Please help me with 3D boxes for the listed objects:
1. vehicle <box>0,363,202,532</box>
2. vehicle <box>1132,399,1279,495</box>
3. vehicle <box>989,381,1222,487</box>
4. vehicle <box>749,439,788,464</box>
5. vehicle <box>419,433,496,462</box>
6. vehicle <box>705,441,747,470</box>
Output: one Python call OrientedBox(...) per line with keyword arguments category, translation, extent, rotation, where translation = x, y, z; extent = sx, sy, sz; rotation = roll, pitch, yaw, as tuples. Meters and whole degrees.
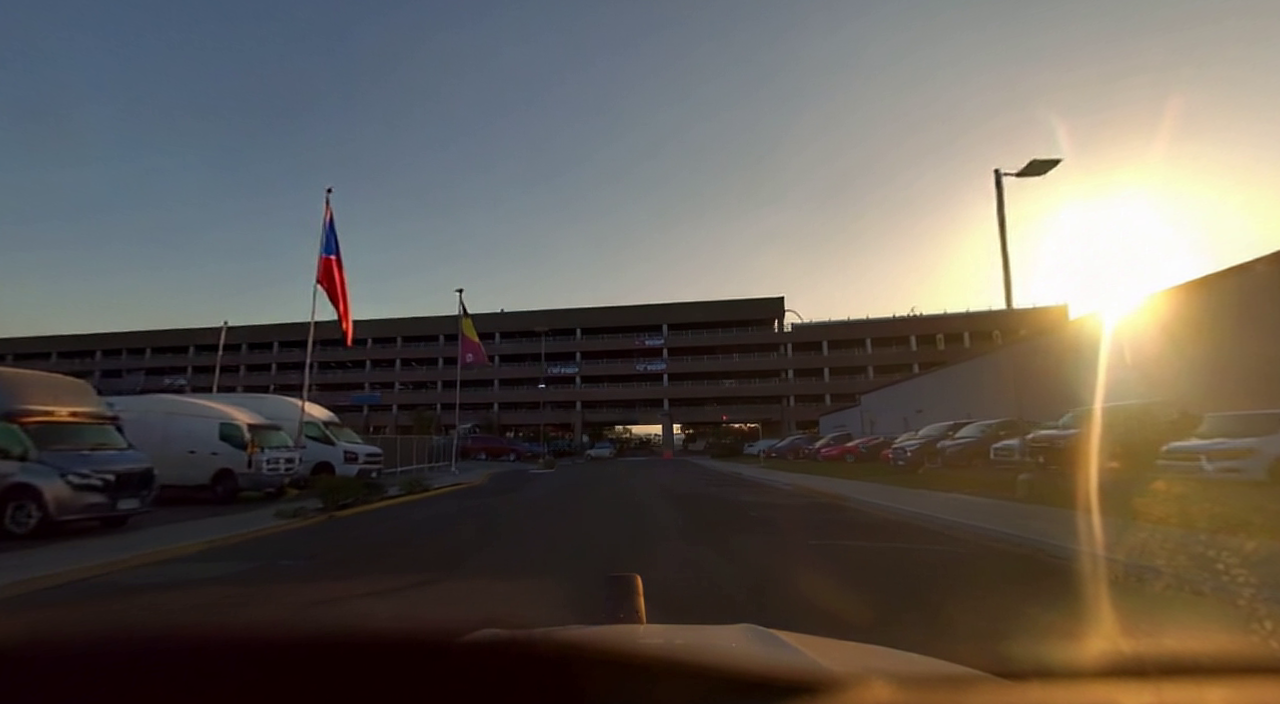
OrientedBox(category="vehicle", translation=(-11.091, 1.650, 11.054), extent=(5.105, 2.621, 2.225), rotation=(-1, -8, 1))
OrientedBox(category="vehicle", translation=(11.902, 1.846, 12.396), extent=(4.027, 1.598, 1.943), rotation=(4, -9, -28))
OrientedBox(category="vehicle", translation=(11.677, 2.063, 15.740), extent=(6.017, 2.202, 2.328), rotation=(5, -10, -31))
OrientedBox(category="vehicle", translation=(9.604, 7.382, 46.927), extent=(2.021, 1.753, 4.342), rotation=(-4, -9, 21))
OrientedBox(category="vehicle", translation=(-13.173, 6.874, 45.564), extent=(5.672, 1.963, 2.189), rotation=(-6, -10, 35))
OrientedBox(category="vehicle", translation=(5.285, 6.440, 39.549), extent=(2.026, 1.659, 4.314), rotation=(0, -8, 0))
